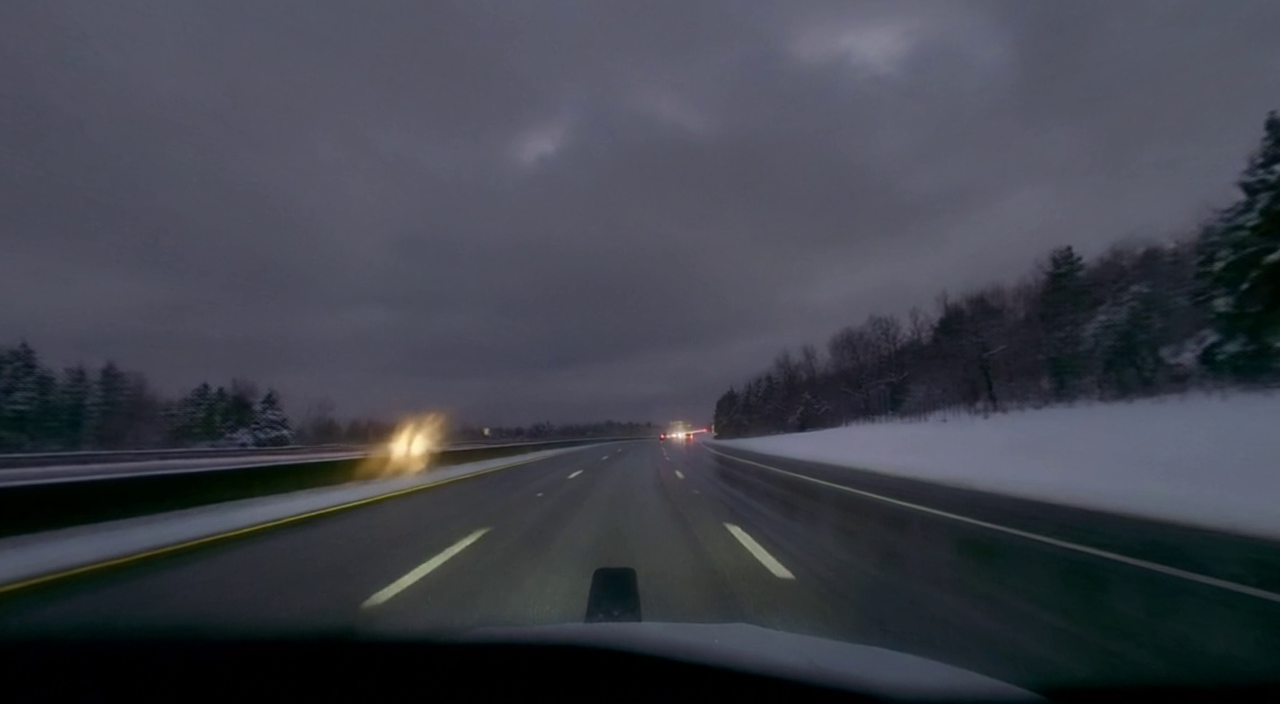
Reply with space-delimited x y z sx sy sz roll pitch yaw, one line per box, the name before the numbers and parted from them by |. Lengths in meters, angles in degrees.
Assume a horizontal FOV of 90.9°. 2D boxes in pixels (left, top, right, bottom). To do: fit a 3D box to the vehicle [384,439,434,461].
vehicle | -17.623 7.455 48.316 2.141 1.521 4.825 1 -7 -2
